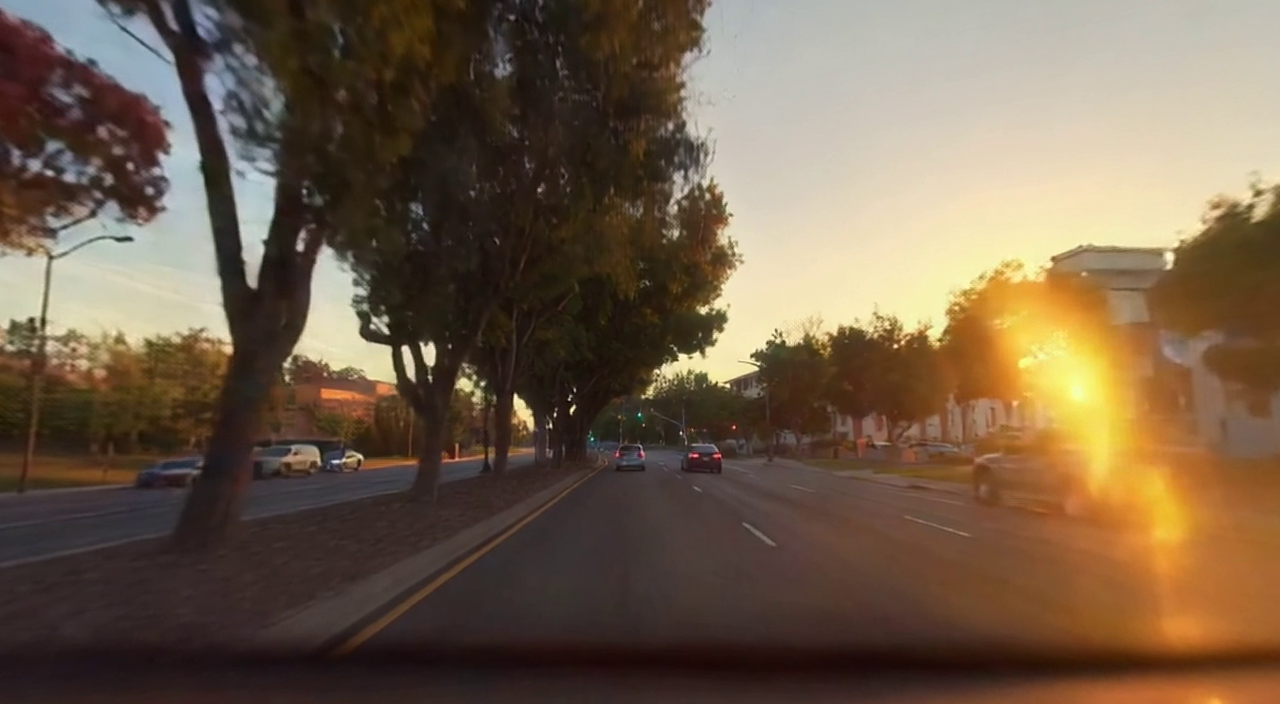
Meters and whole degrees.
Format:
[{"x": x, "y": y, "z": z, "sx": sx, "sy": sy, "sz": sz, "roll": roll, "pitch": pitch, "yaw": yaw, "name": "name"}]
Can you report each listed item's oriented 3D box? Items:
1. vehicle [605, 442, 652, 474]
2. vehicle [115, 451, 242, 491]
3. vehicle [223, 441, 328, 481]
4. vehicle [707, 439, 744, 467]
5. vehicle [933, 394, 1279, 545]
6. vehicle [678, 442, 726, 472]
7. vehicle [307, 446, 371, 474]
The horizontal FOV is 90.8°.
[{"x": -0.572, "y": 5.061, "z": 30.439, "sx": 2.101, "sy": 1.444, "sz": 4.248, "roll": 0, "pitch": -8, "yaw": -1, "name": "vehicle"}, {"x": -19.425, "y": 4.981, "z": 26.915, "sx": 1.874, "sy": 1.483, "sz": 4.742, "roll": 0, "pitch": -8, "yaw": 0, "name": "vehicle"}, {"x": -19.336, "y": 5.775, "z": 33.890, "sx": 2.241, "sy": 1.891, "sz": 5.637, "roll": 0, "pitch": -8, "yaw": 0, "name": "vehicle"}, {"x": 6.437, "y": 7.686, "z": 48.297, "sx": 2.052, "sy": 1.990, "sz": 4.736, "roll": 0, "pitch": -8, "yaw": -2, "name": "vehicle"}, {"x": 10.261, "y": 2.609, "z": 14.930, "sx": 3.082, "sy": 2.655, "sz": 7.381, "roll": 0, "pitch": -8, "yaw": 0, "name": "vehicle"}, {"x": 3.238, "y": 5.614, "z": 33.910, "sx": 1.993, "sy": 1.477, "sz": 4.240, "roll": 0, "pitch": -8, "yaw": -3, "name": "vehicle"}, {"x": -19.528, "y": 7.027, "z": 41.221, "sx": 2.019, "sy": 1.687, "sz": 4.484, "roll": 0, "pitch": -8, "yaw": -2, "name": "vehicle"}]
